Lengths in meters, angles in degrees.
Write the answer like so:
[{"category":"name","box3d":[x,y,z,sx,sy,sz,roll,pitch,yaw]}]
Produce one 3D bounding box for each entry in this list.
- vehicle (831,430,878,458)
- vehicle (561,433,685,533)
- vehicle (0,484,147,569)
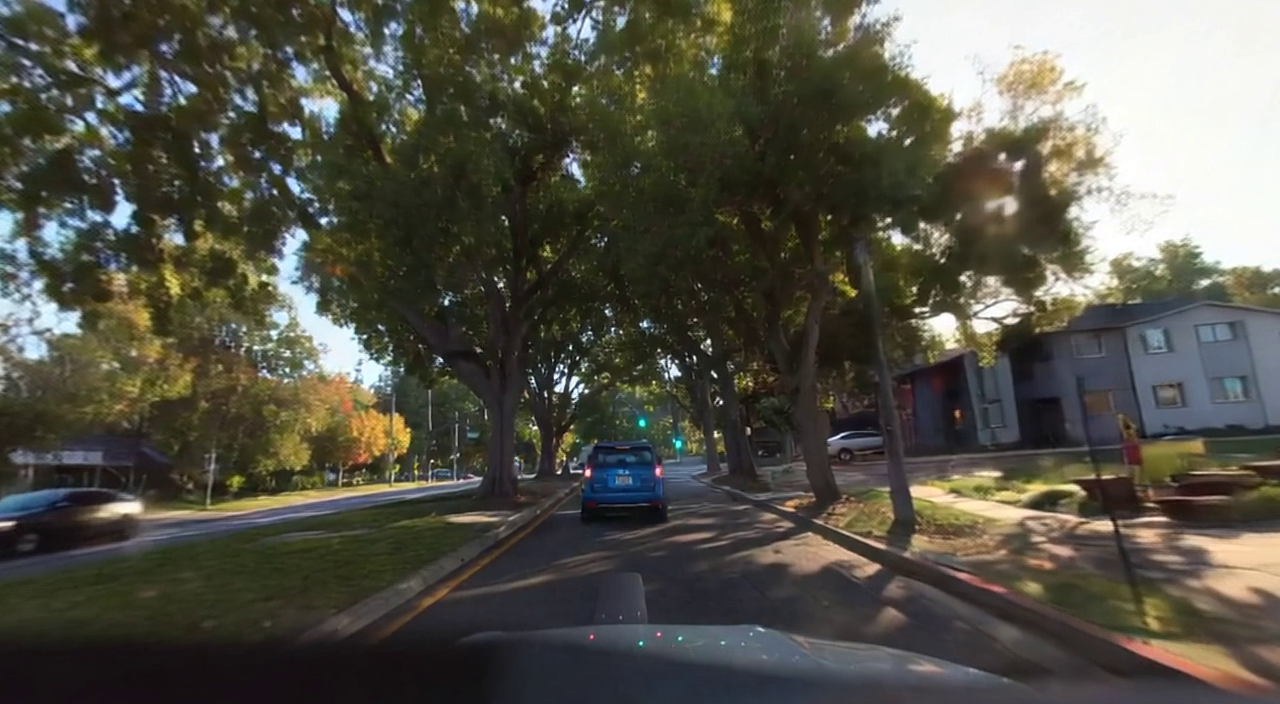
[{"category":"vehicle","box3d":[16.092,6.953,47.684,2.039,1.990,5.111,-1,-9,3]},{"category":"vehicle","box3d":[-0.341,2.582,13.007,2.136,1.703,3.910,0,-9,-1]},{"category":"vehicle","box3d":[-15.640,4.464,16.643,1.785,1.699,4.328,0,-9,0]}]
